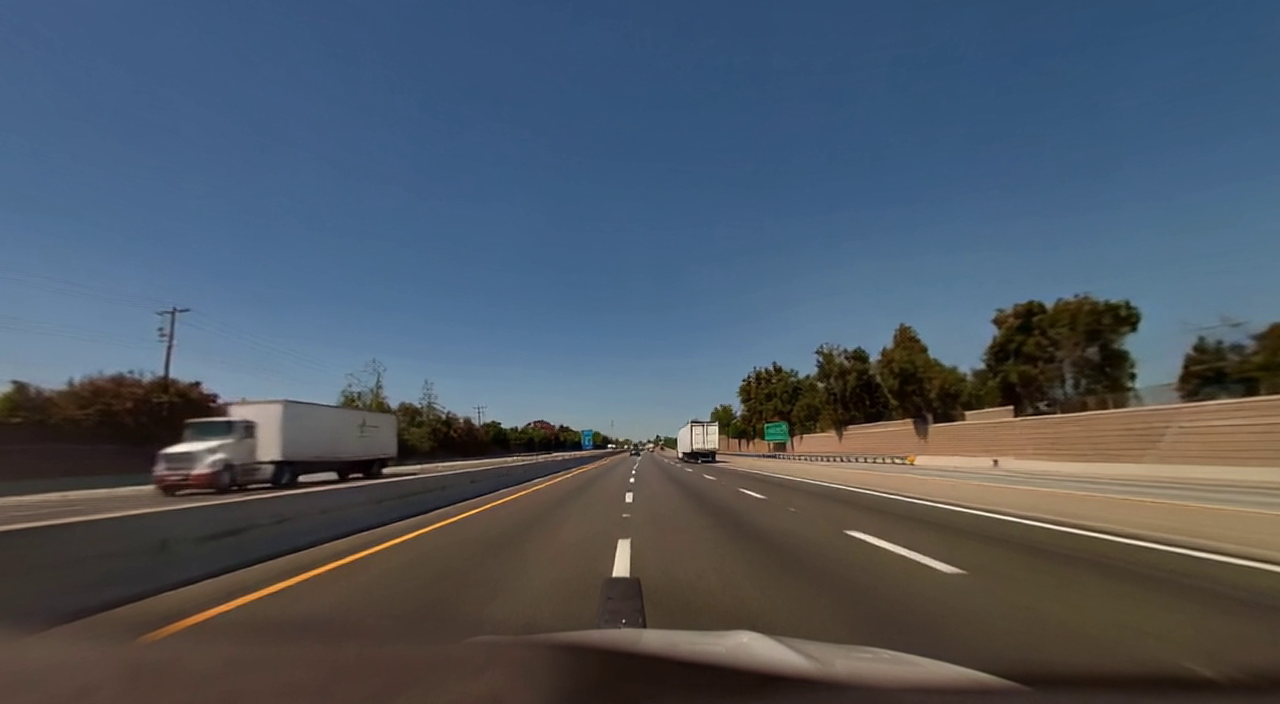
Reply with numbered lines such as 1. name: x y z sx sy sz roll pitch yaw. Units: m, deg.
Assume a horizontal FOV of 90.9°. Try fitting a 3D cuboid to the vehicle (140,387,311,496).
1. vehicle: -17.092 3.784 26.626 2.941 4.060 5.864 0 -9 0
